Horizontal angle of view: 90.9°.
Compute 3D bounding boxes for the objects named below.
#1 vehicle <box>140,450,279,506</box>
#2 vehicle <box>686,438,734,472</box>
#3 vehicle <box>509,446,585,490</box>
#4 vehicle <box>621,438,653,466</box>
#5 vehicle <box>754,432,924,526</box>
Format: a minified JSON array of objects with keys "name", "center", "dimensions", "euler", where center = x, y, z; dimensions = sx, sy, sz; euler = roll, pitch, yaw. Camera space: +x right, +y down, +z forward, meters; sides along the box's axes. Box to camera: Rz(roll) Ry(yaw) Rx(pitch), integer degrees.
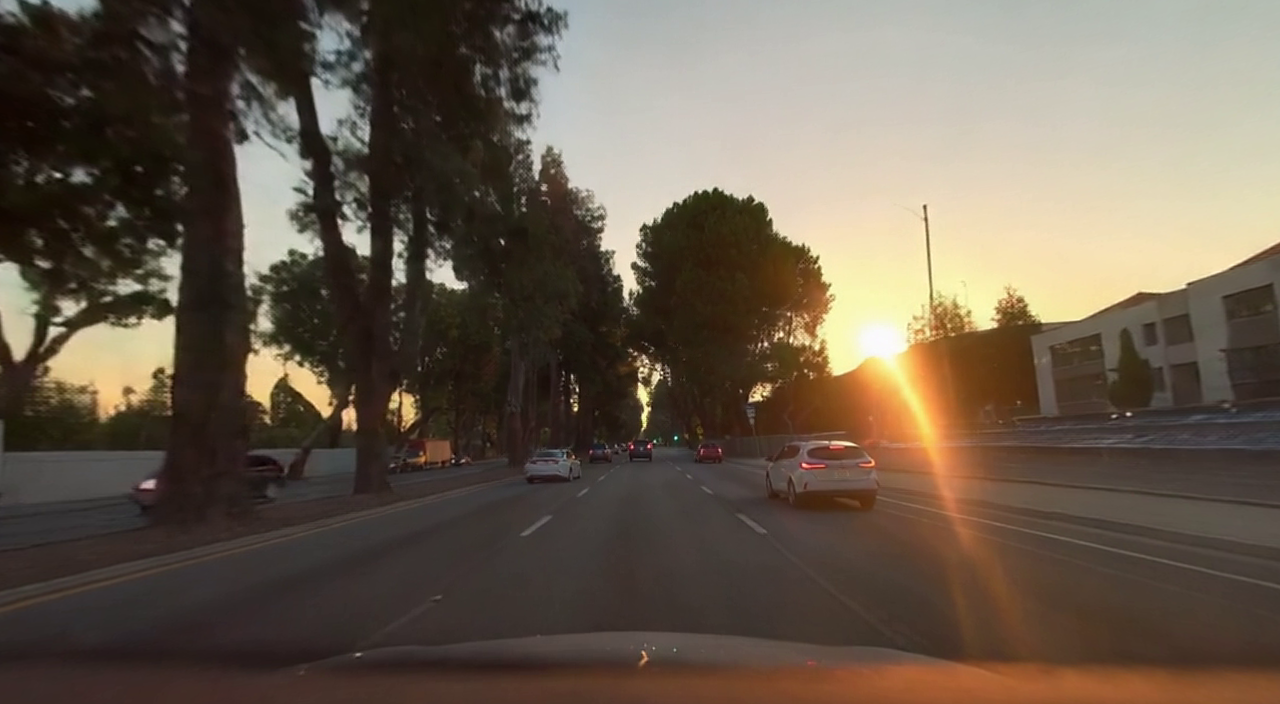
[{"name":"vehicle","center":[-16.449,4.791,24.476],"dimensions":[2.011,1.892,4.711],"euler":[0,-8,0]},{"name":"vehicle","center":[3.735,5.549,34.255],"dimensions":[1.980,1.709,4.367],"euler":[0,-8,-1]},{"name":"vehicle","center":[-3.107,3.947,21.832],"dimensions":[2.013,1.354,3.908],"euler":[0,-8,0]},{"name":"vehicle","center":[-0.231,7.269,46.032],"dimensions":[2.247,1.882,4.603],"euler":[0,-8,-1]},{"name":"vehicle","center":[3.578,2.353,12.271],"dimensions":[1.919,1.502,4.232],"euler":[0,-8,0]}]
